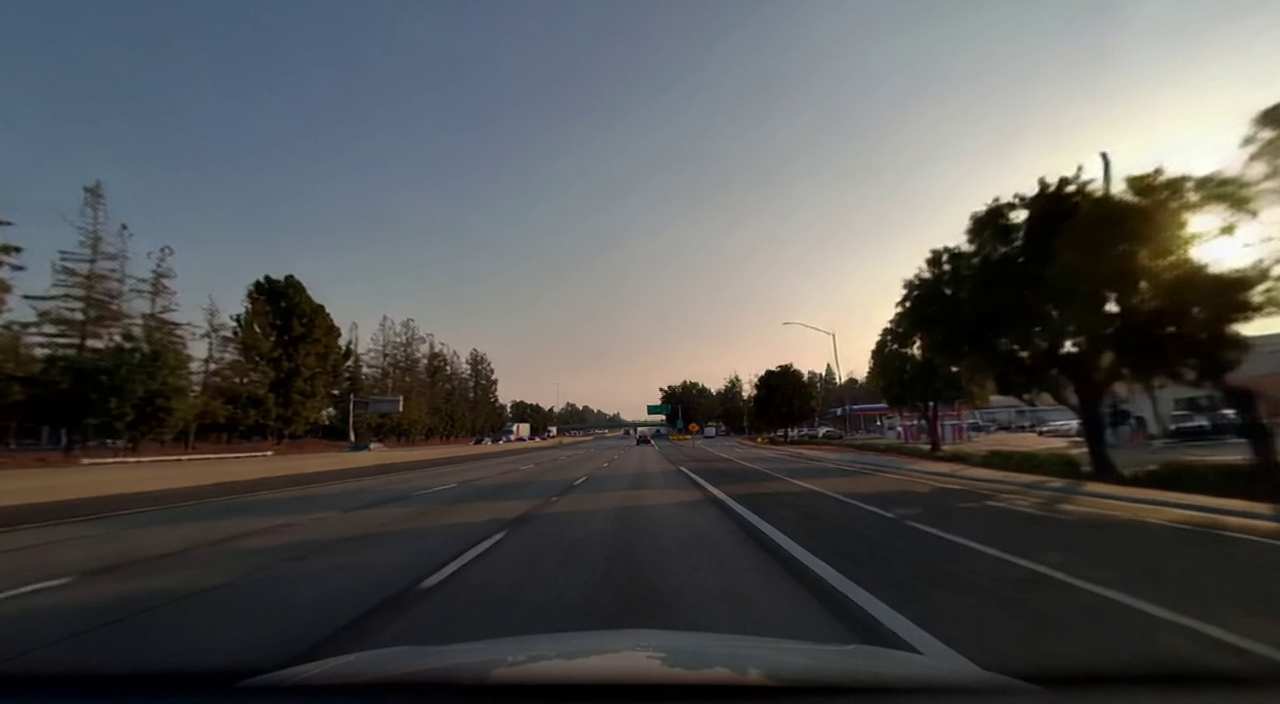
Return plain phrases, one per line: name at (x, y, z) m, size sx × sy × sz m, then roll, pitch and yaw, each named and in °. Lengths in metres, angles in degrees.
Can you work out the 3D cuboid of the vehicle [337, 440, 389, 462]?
vehicle at (-19.705, 7.025, 45.007) m, size 1.746 × 1.452 × 4.193 m, roll 0°, pitch -8°, yaw 0°
